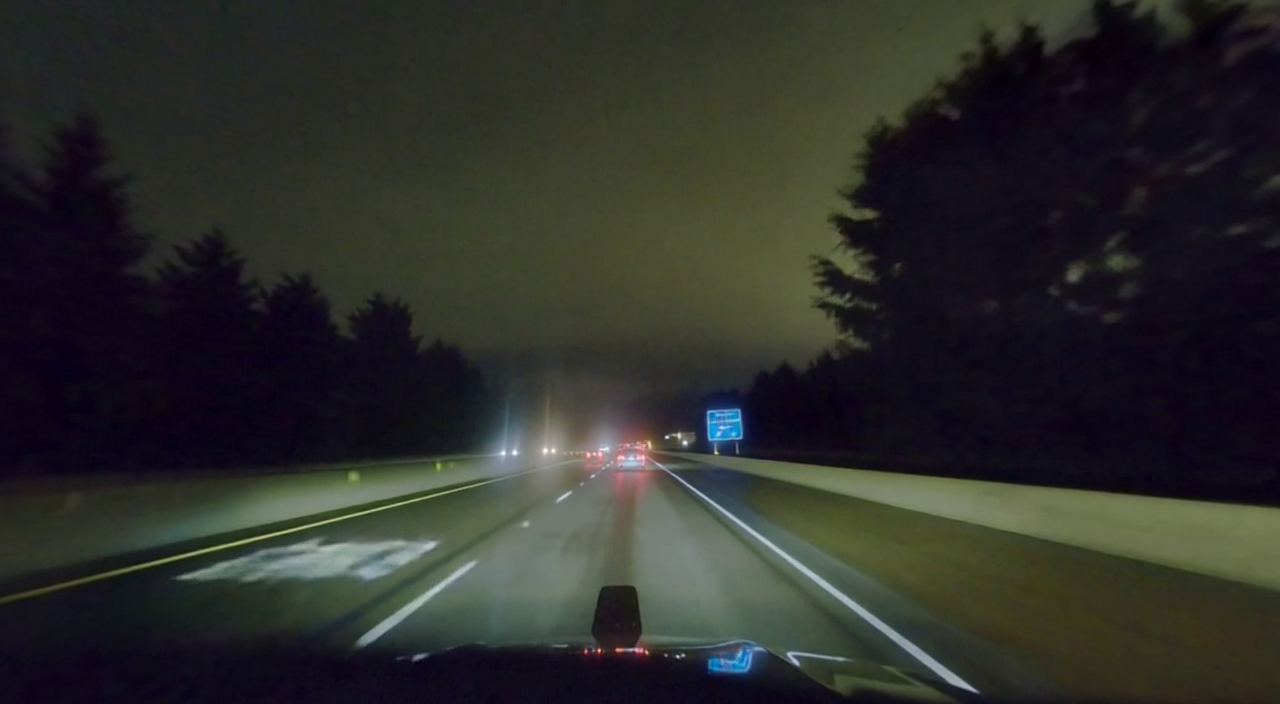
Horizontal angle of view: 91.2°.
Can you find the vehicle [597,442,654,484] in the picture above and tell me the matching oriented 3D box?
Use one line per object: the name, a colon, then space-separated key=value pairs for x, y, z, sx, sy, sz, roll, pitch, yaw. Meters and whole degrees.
vehicle: x=-0.549 y=4.321 z=24.694 sx=2.066 sy=1.490 sz=3.759 roll=-1 pitch=-9 yaw=0
